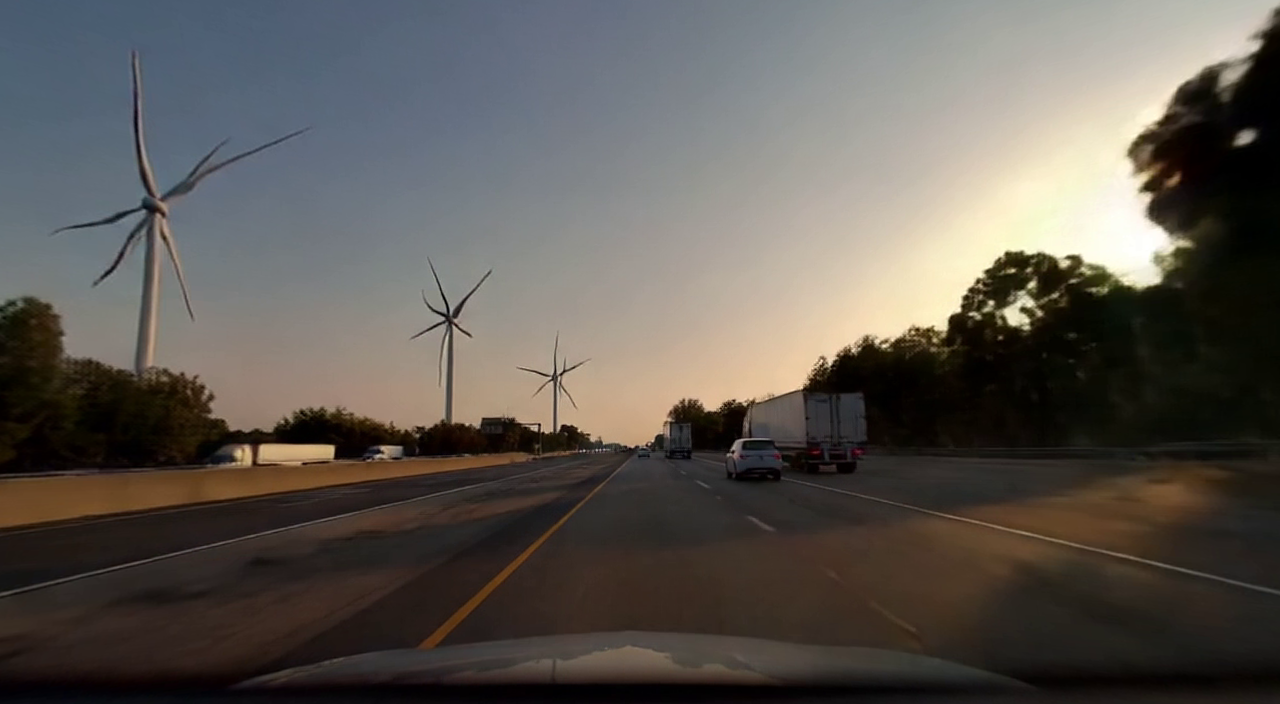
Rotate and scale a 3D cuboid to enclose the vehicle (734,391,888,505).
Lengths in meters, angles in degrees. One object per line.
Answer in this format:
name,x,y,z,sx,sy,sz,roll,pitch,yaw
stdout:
vehicle,4.400,2.667,17.490,2.609,2.648,5.397,0,-9,-1
